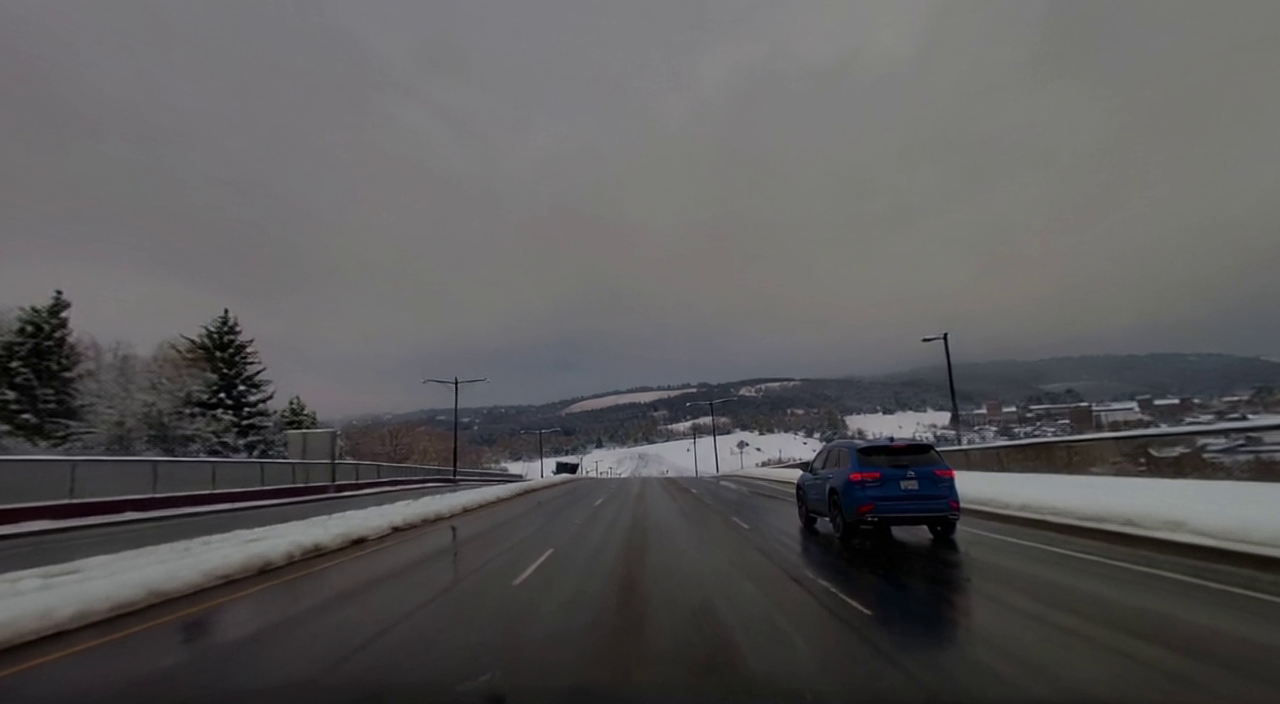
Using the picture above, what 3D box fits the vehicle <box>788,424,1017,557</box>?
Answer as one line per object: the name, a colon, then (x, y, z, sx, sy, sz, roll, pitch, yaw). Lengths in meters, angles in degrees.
vehicle: (3.968, 2.153, 10.528, 1.989, 1.730, 4.324, 0, -9, 1)
